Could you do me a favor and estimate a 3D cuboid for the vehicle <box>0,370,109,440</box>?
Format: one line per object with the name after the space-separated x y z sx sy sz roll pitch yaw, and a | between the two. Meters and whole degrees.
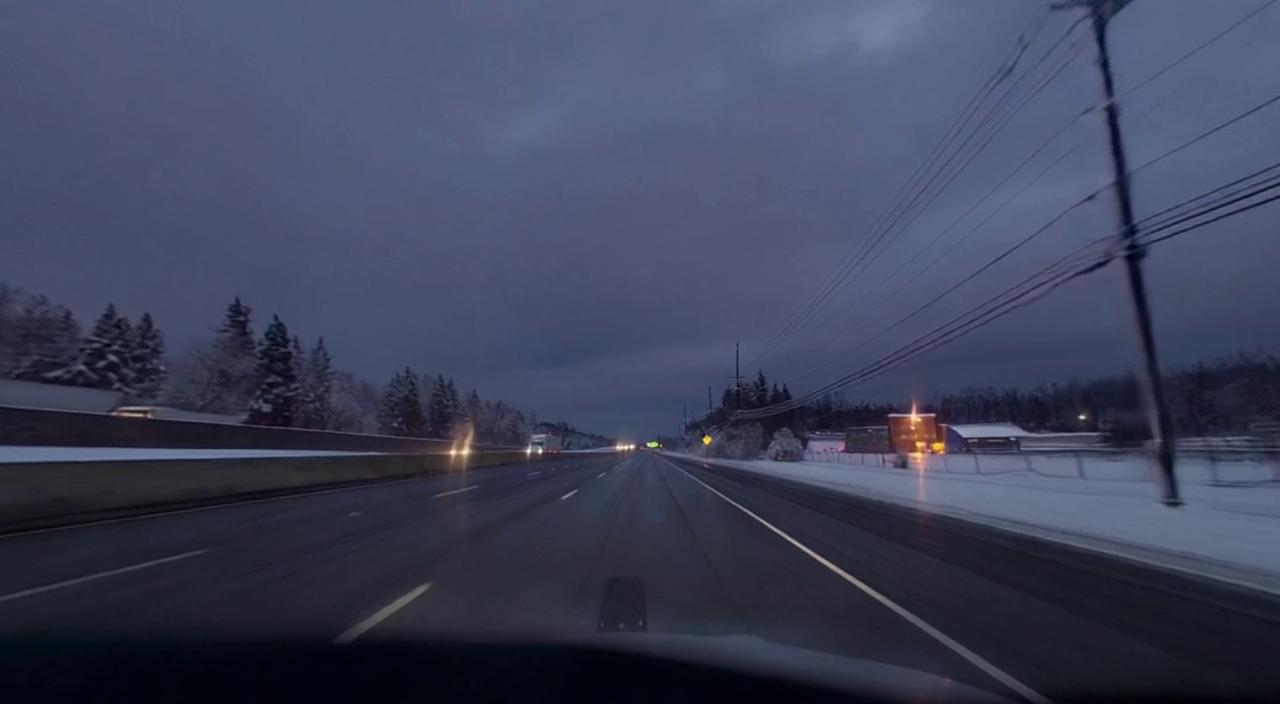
-41.647 3.119 39.114 2.823 4.002 15.316 -4 -10 6 | vehicle
